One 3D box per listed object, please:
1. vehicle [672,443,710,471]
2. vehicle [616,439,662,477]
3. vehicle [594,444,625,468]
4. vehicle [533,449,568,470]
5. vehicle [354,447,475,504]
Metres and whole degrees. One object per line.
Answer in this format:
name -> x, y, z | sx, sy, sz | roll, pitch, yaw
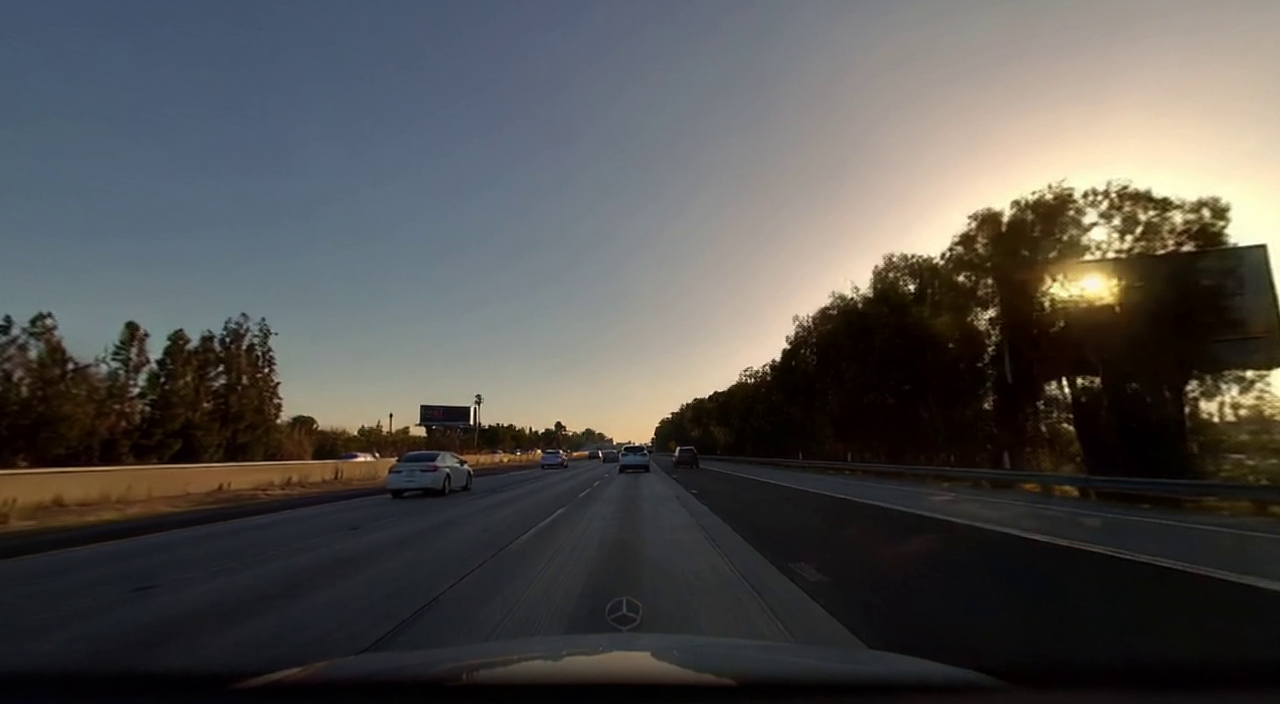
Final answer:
vehicle -> 3.201, 6.689, 40.365 | 1.925, 1.716, 4.378 | 0, -9, -2
vehicle -> -0.064, 5.268, 31.601 | 2.127, 1.749, 4.776 | 0, -9, 0
vehicle -> -2.370, 7.967, 48.280 | 2.223, 1.722, 4.177 | 1, -9, -4
vehicle -> -6.570, 7.943, 46.823 | 1.892, 1.468, 4.792 | 0, -9, 0
vehicle -> -6.624, 3.641, 19.149 | 1.918, 1.509, 4.736 | 0, -9, 0
